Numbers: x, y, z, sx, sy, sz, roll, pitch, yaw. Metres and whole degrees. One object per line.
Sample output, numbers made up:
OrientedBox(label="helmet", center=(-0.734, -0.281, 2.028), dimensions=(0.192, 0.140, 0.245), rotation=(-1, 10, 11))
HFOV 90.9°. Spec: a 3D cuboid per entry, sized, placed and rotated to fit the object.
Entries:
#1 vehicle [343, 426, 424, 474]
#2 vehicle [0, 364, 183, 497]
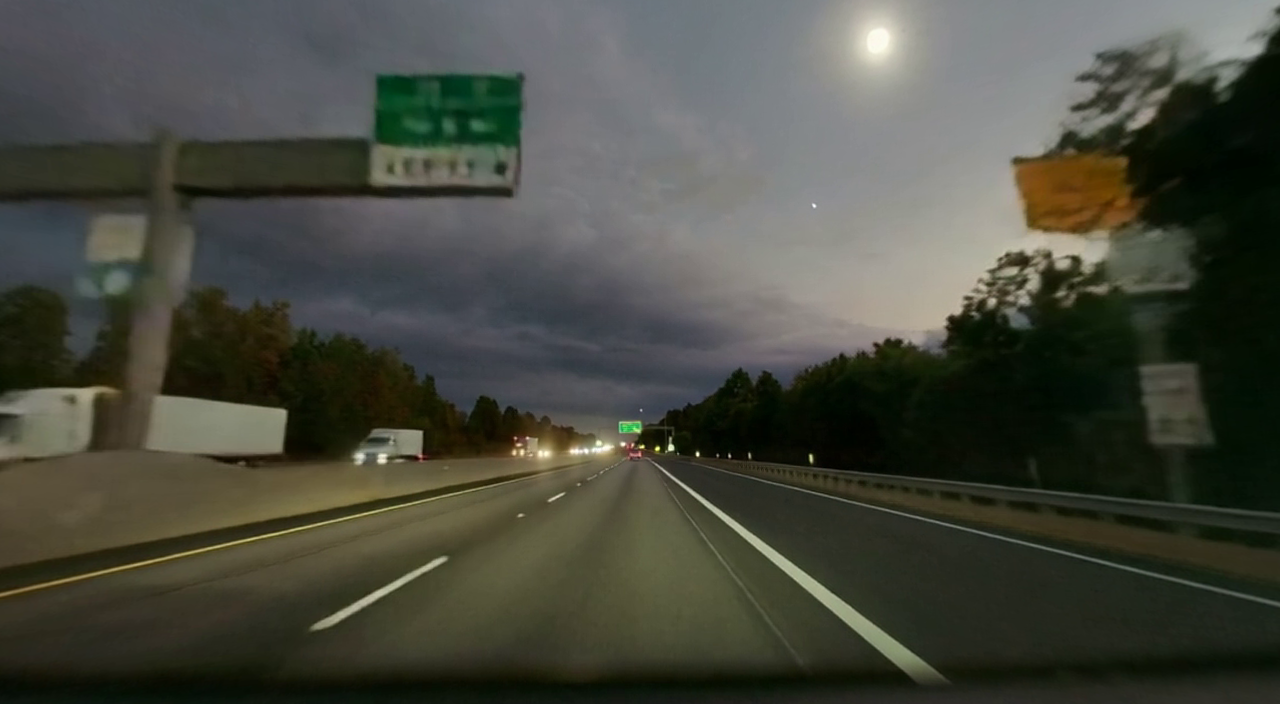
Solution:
OrientedBox(label="vehicle", center=(-17.089, 6.599, 42.529), dimensions=(2.659, 2.913, 6.929), rotation=(0, -9, -1))
OrientedBox(label="vehicle", center=(-20.612, 2.901, 22.329), dimensions=(2.969, 3.921, 7.766), rotation=(0, -9, -2))
